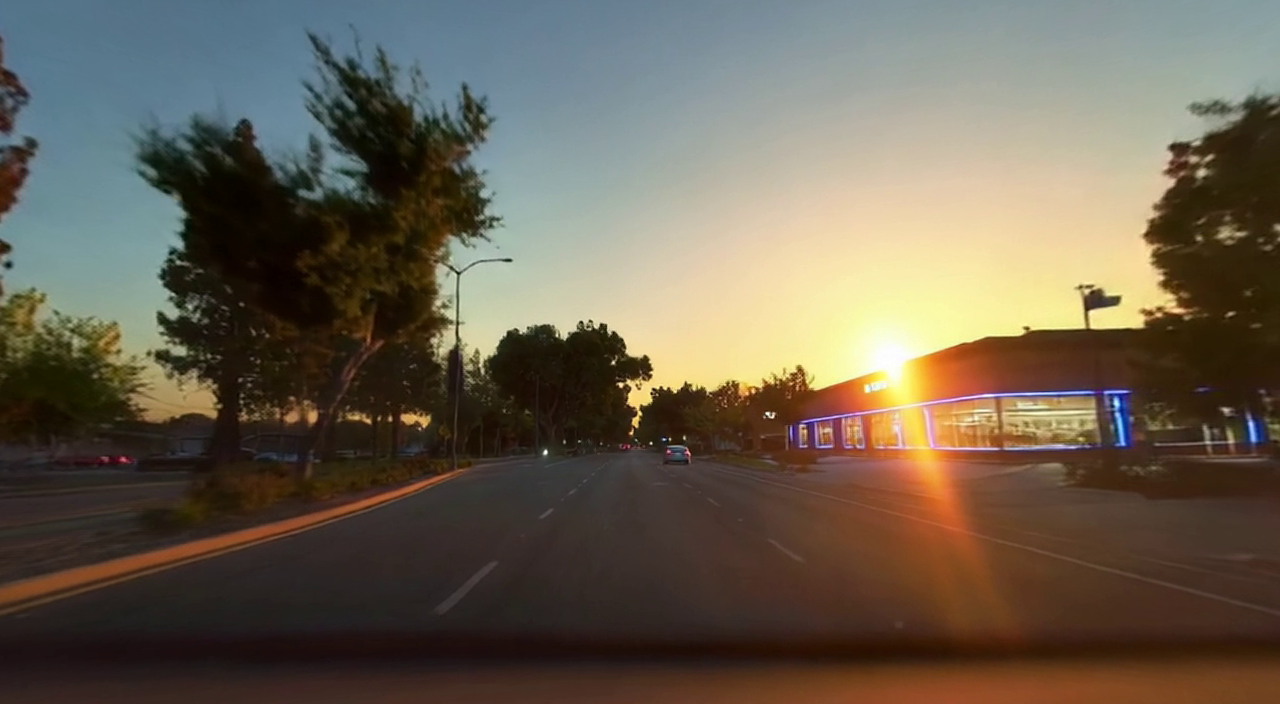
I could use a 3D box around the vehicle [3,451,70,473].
[{"bbox_3d":[-46.546,8.504,48.580,3.456,1.431,1.643,-3,-8,0],"label":"vehicle"}]
